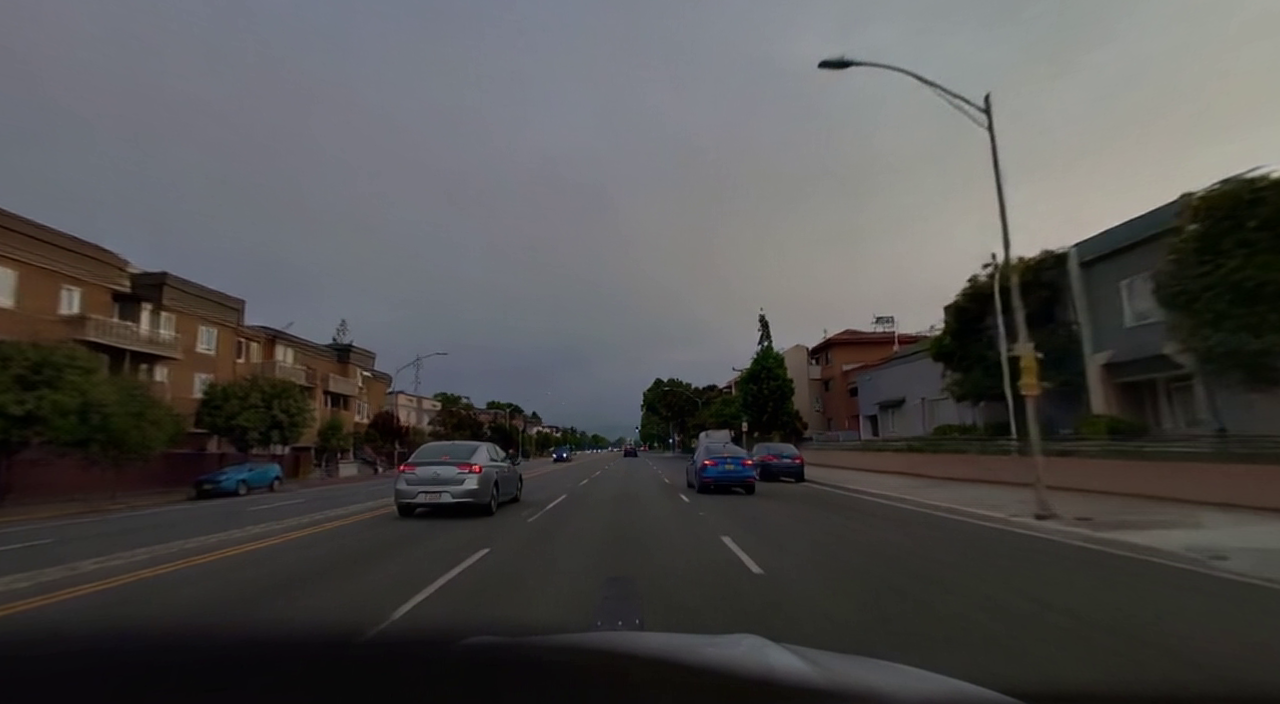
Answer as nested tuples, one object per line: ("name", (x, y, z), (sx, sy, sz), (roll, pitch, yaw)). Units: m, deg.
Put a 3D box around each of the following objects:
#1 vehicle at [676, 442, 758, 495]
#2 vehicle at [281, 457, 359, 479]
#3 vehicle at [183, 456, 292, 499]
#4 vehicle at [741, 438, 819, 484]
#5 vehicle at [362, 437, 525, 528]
("vehicle", (2.318, 3.654, 20.280), (1.978, 1.471, 4.426), (0, -9, -1))
("vehicle", (-24.182, 8.779, 47.877), (4.816, 1.482, 1.995), (-1, -9, 3))
("vehicle", (-18.205, 5.651, 28.871), (2.003, 1.699, 4.524), (-2, -9, -1))
("vehicle", (5.919, 4.667, 27.457), (2.085, 1.782, 5.258), (0, -9, -1))
("vehicle", (-3.744, 2.544, 12.916), (2.062, 1.527, 4.044), (0, -9, 0))
